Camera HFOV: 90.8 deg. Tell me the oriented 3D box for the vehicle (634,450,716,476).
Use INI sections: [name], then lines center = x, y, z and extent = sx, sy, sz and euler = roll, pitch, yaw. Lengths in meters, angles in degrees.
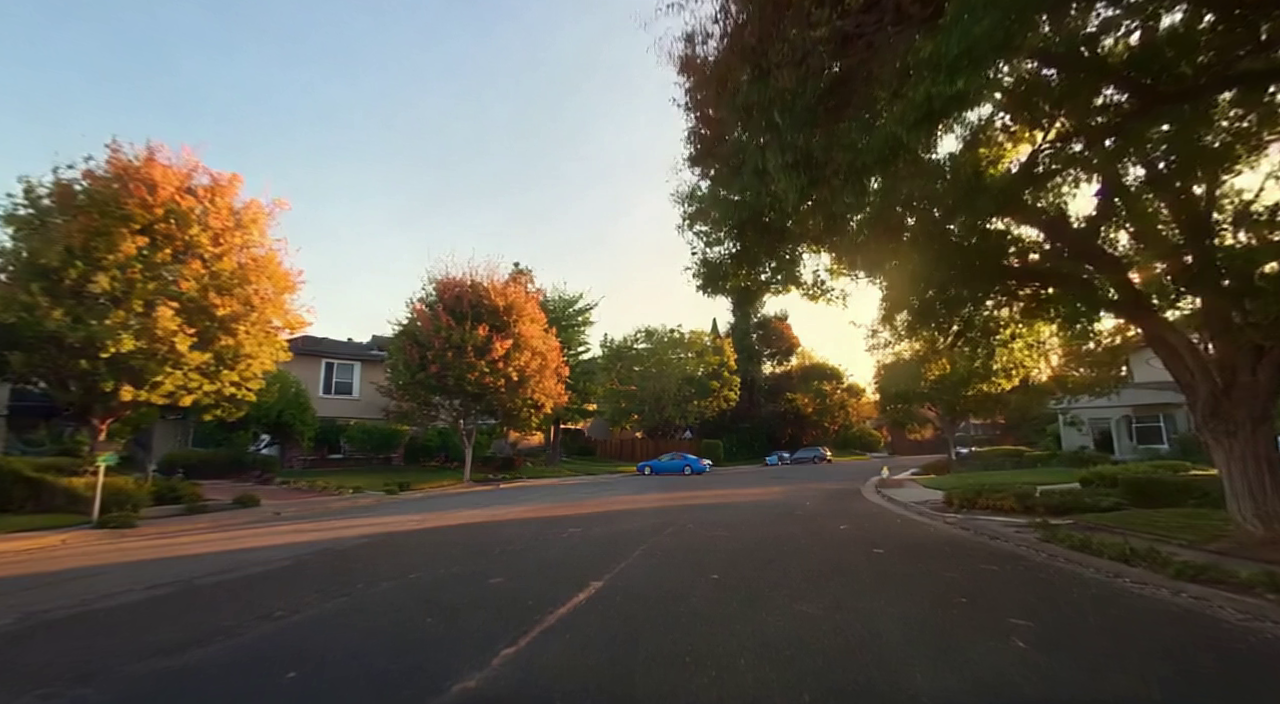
[vehicle]
center = 2.153, 6.823, 39.020
extent = 4.653, 1.480, 1.871
euler = -4, -9, 23
